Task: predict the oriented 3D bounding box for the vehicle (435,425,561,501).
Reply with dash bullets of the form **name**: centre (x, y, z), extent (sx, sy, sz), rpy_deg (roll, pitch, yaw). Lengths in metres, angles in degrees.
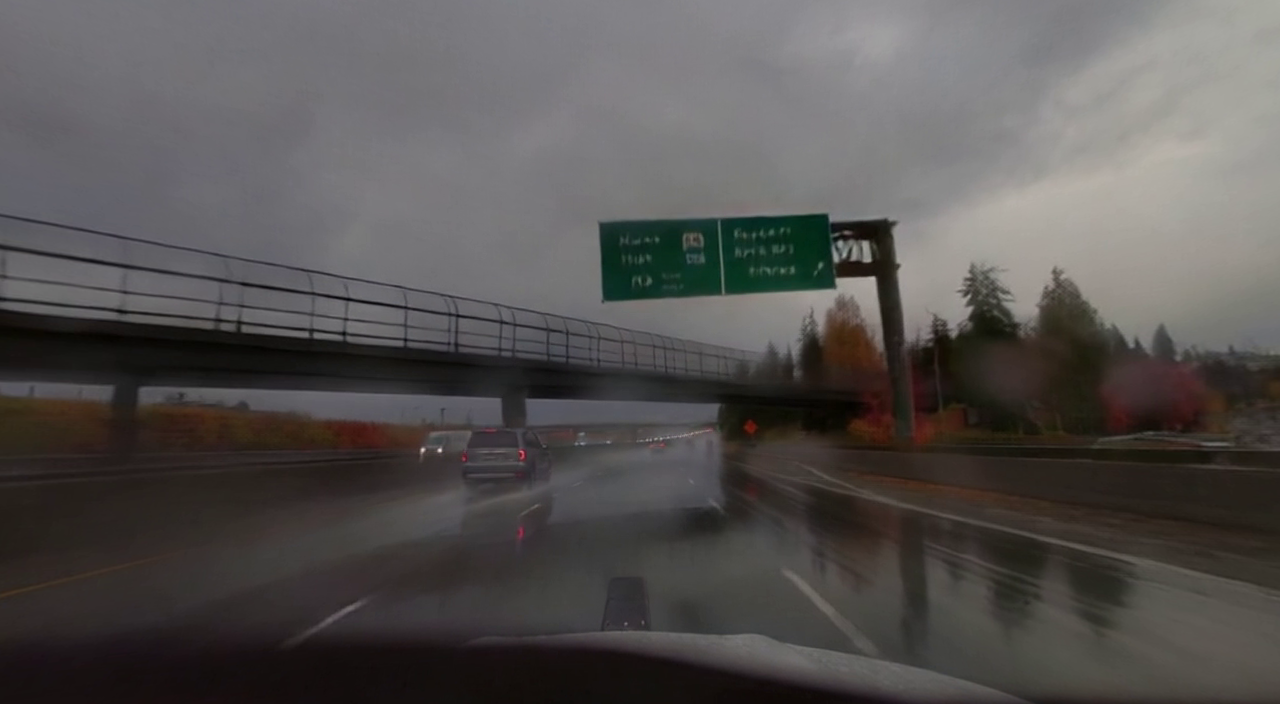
- **vehicle**: centre (-3.532, 2.867, 16.650), extent (2.177, 1.707, 4.432), rpy_deg (0, -8, 2)
